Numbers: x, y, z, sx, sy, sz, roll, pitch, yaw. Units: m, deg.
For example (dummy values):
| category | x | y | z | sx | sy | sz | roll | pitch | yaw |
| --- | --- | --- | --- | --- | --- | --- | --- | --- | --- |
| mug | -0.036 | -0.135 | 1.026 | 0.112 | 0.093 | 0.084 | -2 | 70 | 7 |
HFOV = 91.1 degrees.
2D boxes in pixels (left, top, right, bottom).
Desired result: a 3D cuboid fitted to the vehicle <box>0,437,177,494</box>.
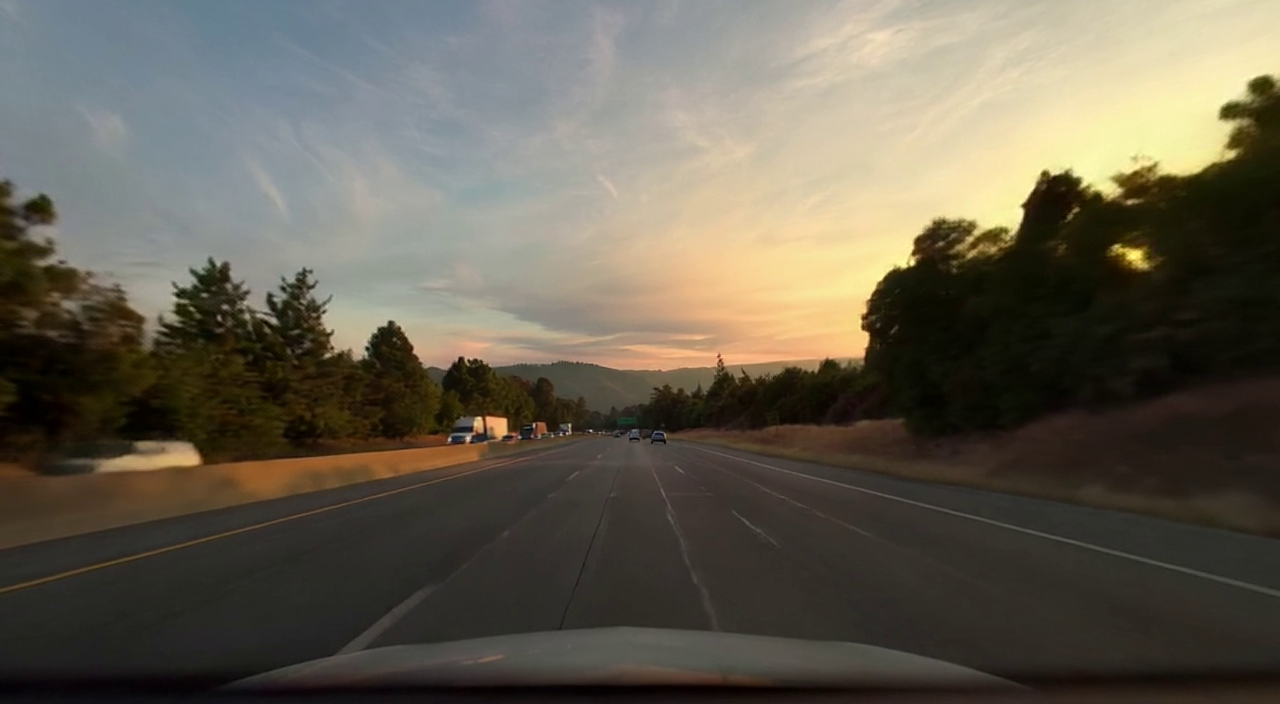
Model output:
| category | x | y | z | sx | sy | sz | roll | pitch | yaw |
| --- | --- | --- | --- | --- | --- | --- | --- | --- | --- |
| vehicle | -16.774 | 3.371 | 19.249 | 1.855 | 1.522 | 4.394 | 0 | -8 | 0 |
